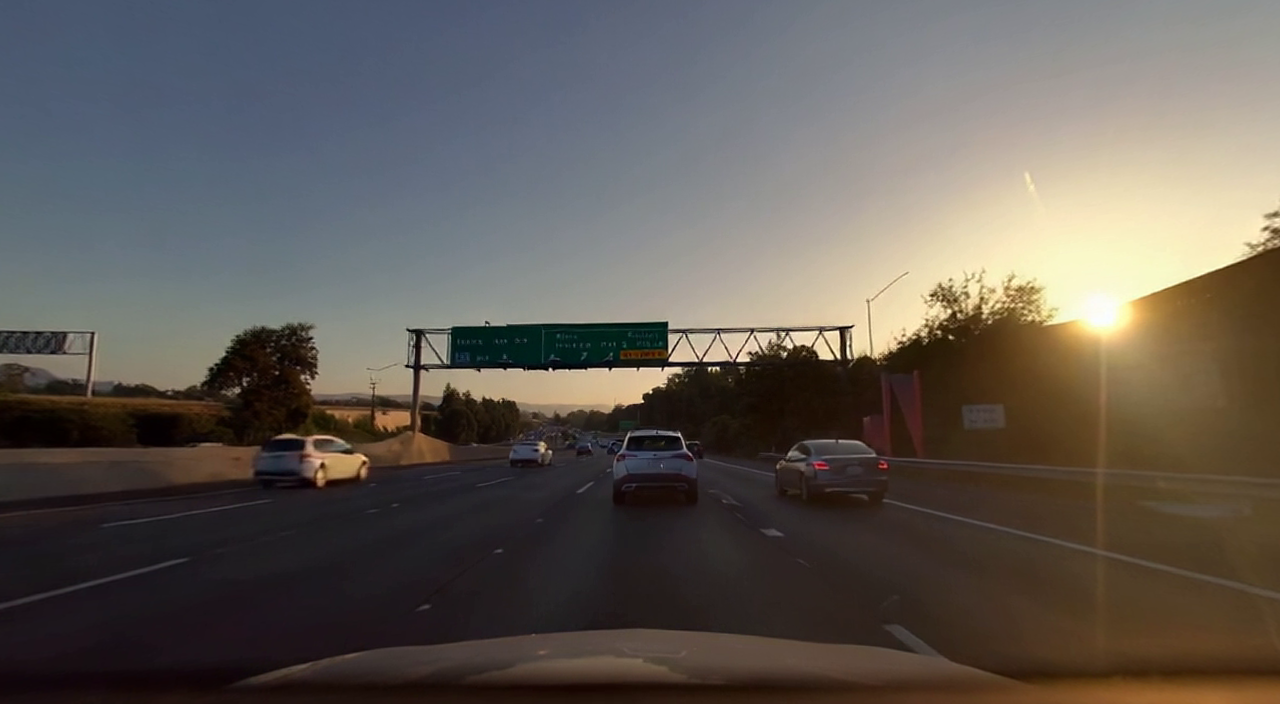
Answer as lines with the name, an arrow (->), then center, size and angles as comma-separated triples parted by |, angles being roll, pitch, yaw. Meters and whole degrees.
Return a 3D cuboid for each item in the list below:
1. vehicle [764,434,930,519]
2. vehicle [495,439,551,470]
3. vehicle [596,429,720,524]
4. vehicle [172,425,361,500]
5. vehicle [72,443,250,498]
vehicle -> 4.185, 2.597, 13.706 | 2.002, 1.499, 4.710 | 0, -9, 0
vehicle -> -6.512, 5.767, 35.562 | 2.127, 1.644, 4.631 | 0, -9, 1
vehicle -> 0.302, 2.352, 12.361 | 2.044, 1.554, 3.824 | 0, -9, 0
vehicle -> -10.307, 3.102, 18.027 | 2.213, 1.824, 4.990 | 0, -9, 2
vehicle -> -14.377, 3.551, 19.313 | 1.961, 1.483, 4.353 | 0, -9, 1
